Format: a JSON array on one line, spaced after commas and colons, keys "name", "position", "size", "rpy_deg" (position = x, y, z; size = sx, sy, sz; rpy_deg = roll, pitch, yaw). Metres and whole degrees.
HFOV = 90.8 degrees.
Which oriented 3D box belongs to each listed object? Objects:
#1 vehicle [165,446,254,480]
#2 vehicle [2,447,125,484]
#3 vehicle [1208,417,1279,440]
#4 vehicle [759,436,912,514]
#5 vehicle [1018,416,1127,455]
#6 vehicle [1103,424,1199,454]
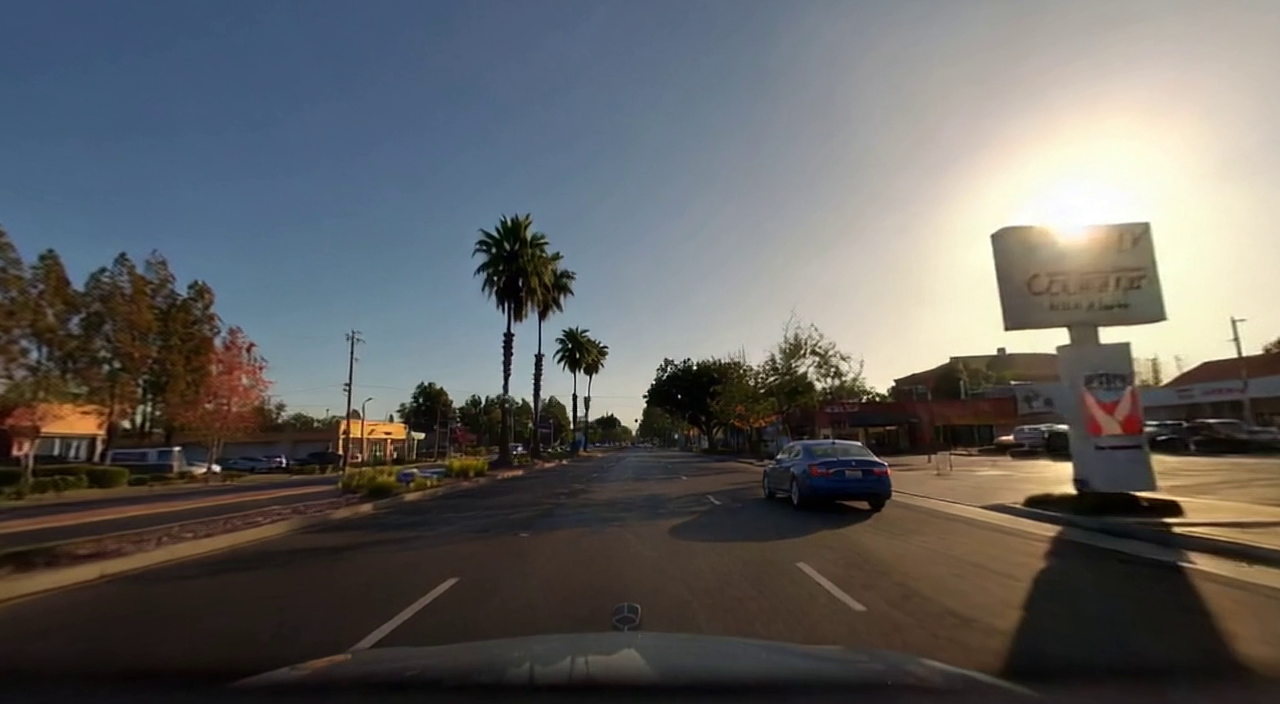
[{"name": "vehicle", "position": [-27.699, 7.126, 40.889], "size": [2.091, 1.981, 4.836], "rpy_deg": [1, -9, 3]}, {"name": "vehicle", "position": [-33.177, 6.519, 36.624], "size": [2.216, 1.965, 5.147], "rpy_deg": [0, -8, 0]}, {"name": "vehicle", "position": [46.717, 5.919, 48.877], "size": [3.668, 1.500, 1.642], "rpy_deg": [-8, -11, 28]}, {"name": "vehicle", "position": [4.082, 2.621, 14.041], "size": [1.978, 1.442, 4.262], "rpy_deg": [0, -8, -1]}, {"name": "vehicle", "position": [29.371, 5.736, 43.042], "size": [5.519, 2.389, 2.350], "rpy_deg": [-2, -9, 1]}, {"name": "vehicle", "position": [34.703, 5.940, 42.979], "size": [4.676, 1.741, 1.948], "rpy_deg": [-2, -10, 0]}]
